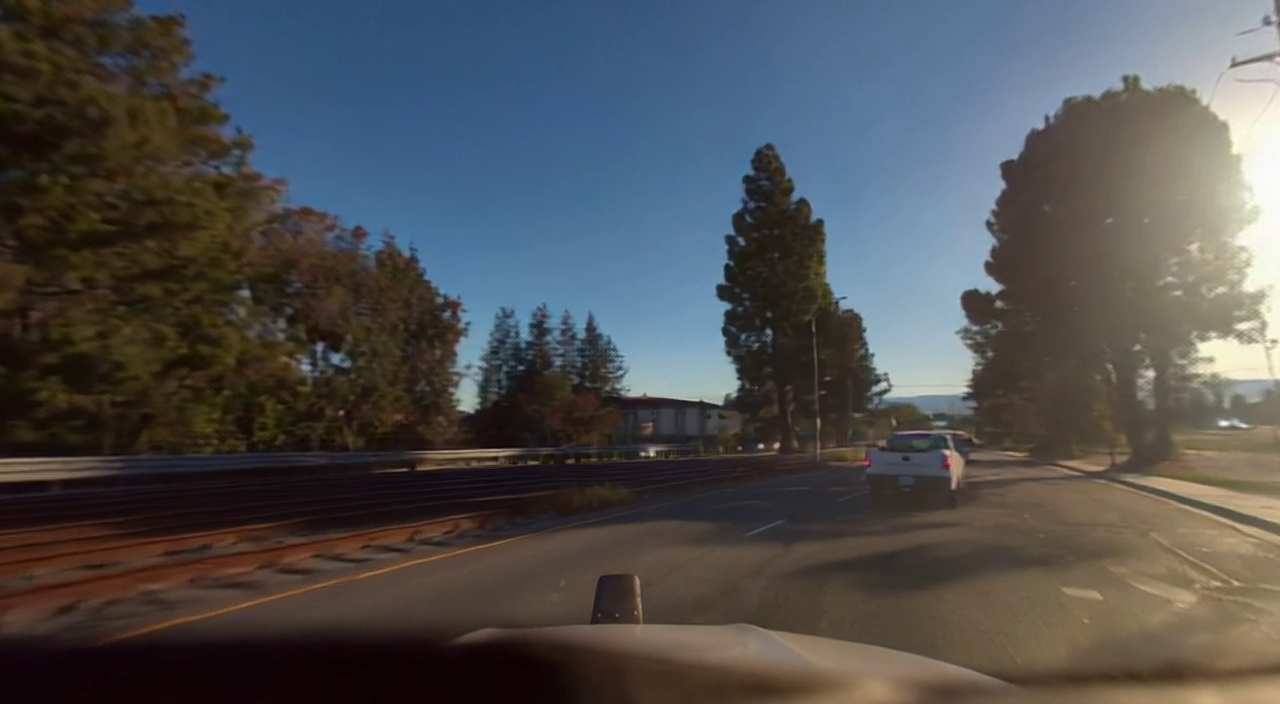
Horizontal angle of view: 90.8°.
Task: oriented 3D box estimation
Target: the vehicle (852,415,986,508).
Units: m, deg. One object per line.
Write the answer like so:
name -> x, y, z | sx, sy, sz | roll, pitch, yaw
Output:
vehicle -> 7.254, 2.667, 16.052 | 2.404, 1.926, 5.251 | -5, -9, 30
